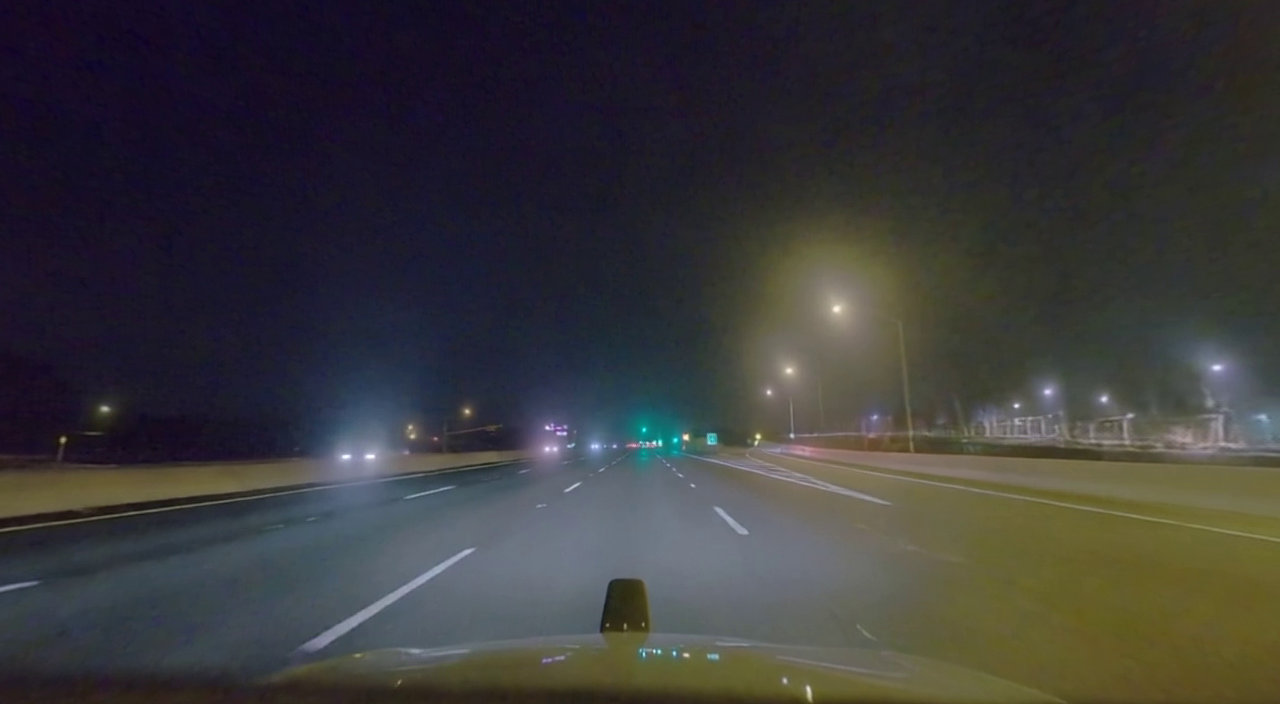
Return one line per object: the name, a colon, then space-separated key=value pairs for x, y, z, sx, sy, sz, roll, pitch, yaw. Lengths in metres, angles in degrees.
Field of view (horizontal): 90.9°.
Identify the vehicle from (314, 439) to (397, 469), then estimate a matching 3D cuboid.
vehicle: x=-17.000 y=6.138 z=38.084 sx=2.251 sy=1.664 sz=5.666 roll=0 pitch=-9 yaw=1
